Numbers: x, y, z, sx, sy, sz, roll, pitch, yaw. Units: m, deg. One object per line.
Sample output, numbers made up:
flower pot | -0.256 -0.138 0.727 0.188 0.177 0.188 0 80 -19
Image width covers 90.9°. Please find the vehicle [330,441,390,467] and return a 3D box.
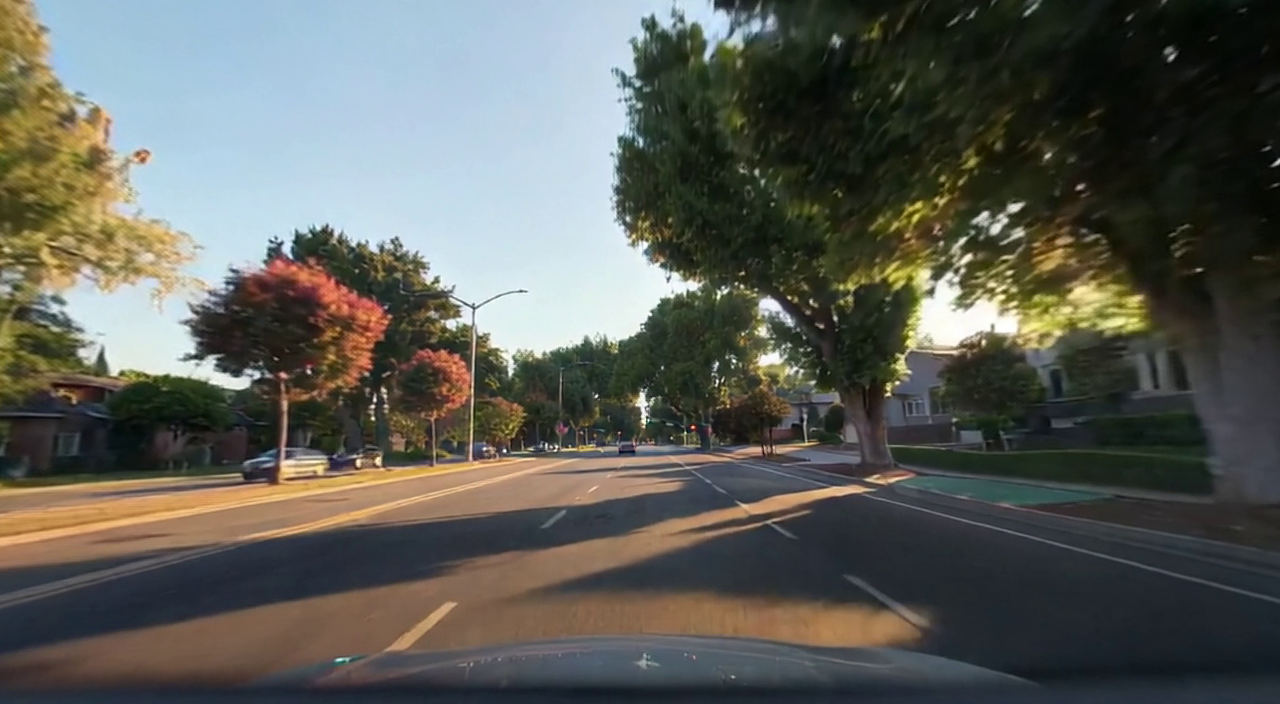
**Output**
vehicle | -20.085 7.331 45.422 2.103 1.731 4.598 0 -9 1

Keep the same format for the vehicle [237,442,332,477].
vehicle | -16.881 5.103 30.235 1.869 1.557 4.424 0 -9 2
